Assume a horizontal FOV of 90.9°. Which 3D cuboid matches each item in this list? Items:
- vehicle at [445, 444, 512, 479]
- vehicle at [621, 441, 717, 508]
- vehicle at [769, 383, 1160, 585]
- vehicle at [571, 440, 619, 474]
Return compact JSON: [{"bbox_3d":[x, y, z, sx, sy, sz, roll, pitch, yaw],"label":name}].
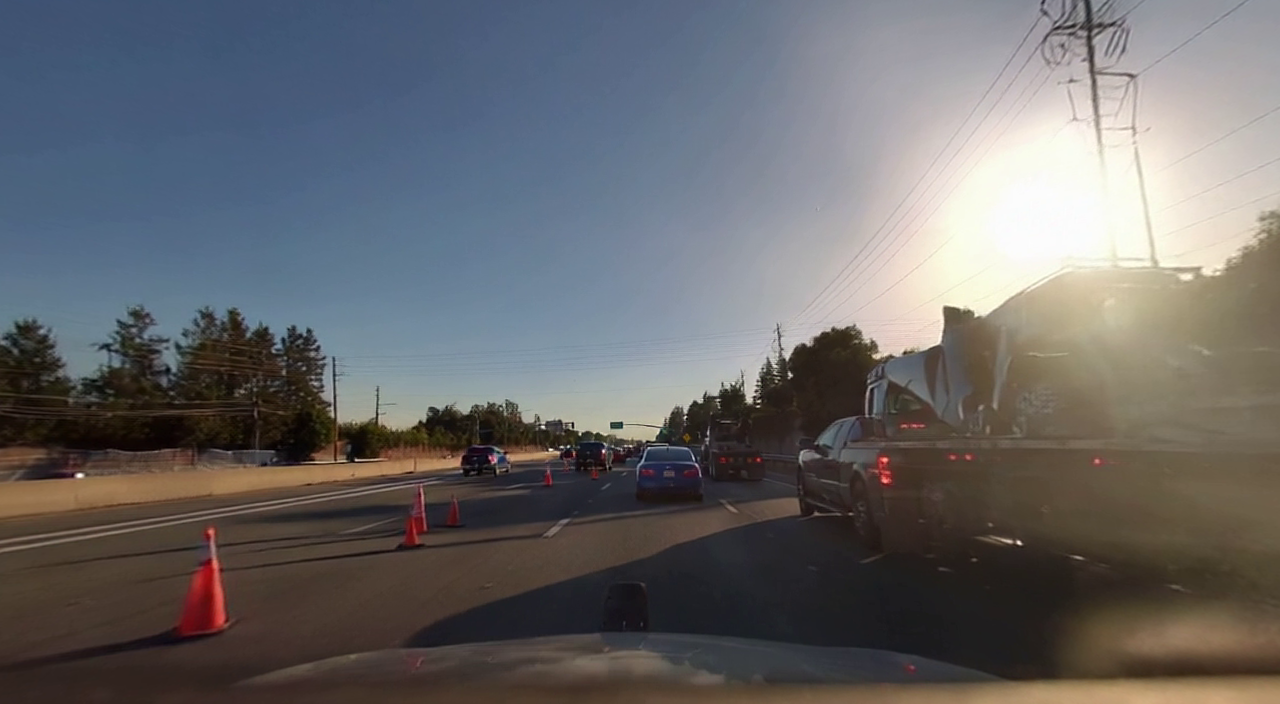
[{"bbox_3d":[-7.574,5.182,30.152,2.018,1.490,4.926,0,-8,-1],"label":"vehicle"},{"bbox_3d":[0.673,3.038,16.167,2.128,1.473,4.272,0,-8,1],"label":"vehicle"},{"bbox_3d":[3.882,1.776,9.483,2.555,2.017,6.201,0,-9,0],"label":"vehicle"},{"bbox_3d":[-2.340,5.629,33.990,1.989,1.729,4.184,-1,-8,4],"label":"vehicle"}]
